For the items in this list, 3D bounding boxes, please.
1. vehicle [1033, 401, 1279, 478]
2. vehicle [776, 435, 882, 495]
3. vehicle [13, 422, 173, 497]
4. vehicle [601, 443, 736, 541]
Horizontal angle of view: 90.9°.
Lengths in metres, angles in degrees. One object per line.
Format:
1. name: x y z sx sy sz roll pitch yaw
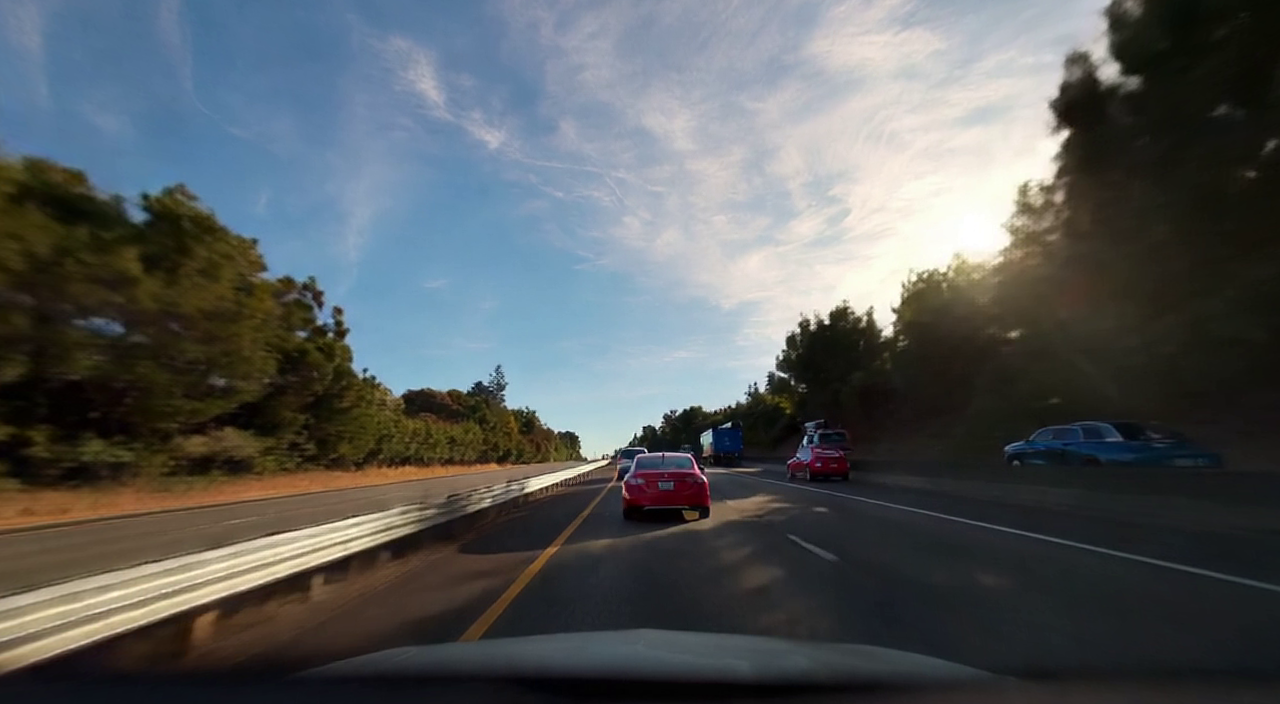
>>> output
1. vehicle: 31.570 5.652 39.998 2.822 3.996 14.073 1 -9 -7
2. vehicle: 6.361 3.879 21.851 2.177 1.827 4.565 0 -9 -1
3. vehicle: -33.496 6.593 39.192 2.902 3.981 7.819 -3 -8 0
4. vehicle: 0.418 2.469 11.712 2.076 1.485 3.774 0 -9 -1
